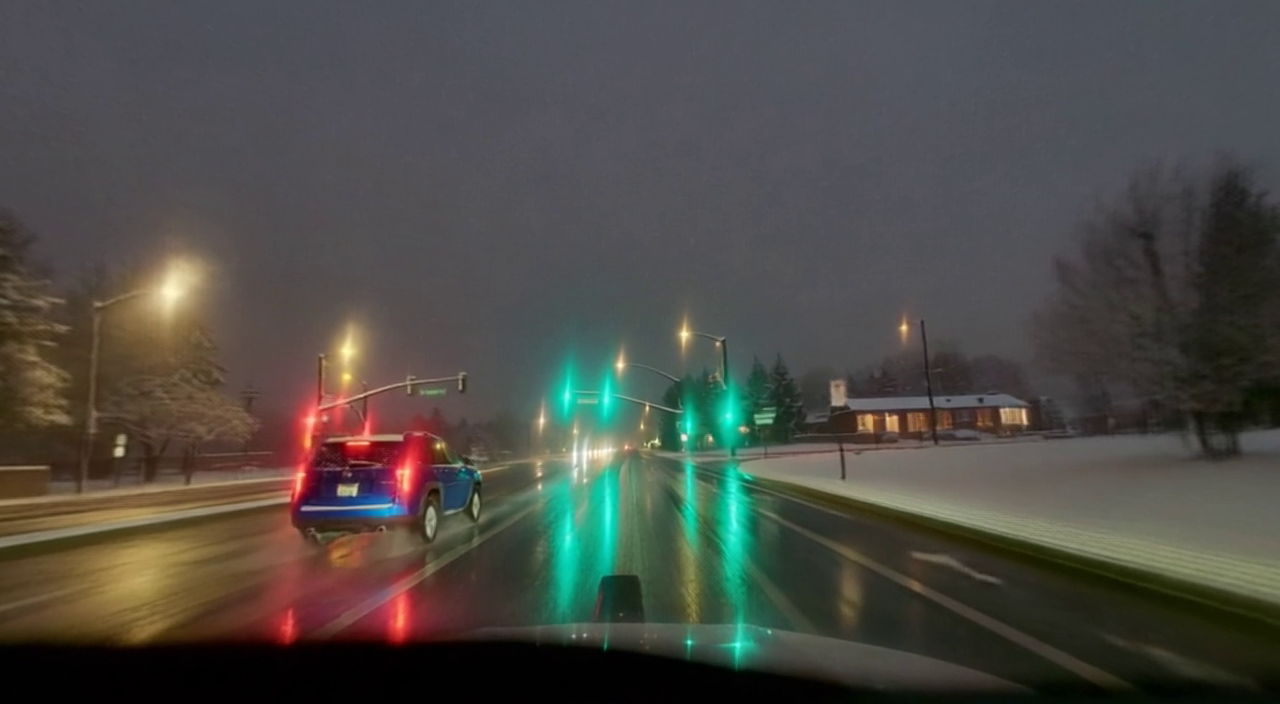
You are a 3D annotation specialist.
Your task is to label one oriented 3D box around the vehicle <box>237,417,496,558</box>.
[{"bbox_3d":[-3.887,2.007,10.056,2.121,1.724,4.392,0,-9,0],"label":"vehicle"}]
